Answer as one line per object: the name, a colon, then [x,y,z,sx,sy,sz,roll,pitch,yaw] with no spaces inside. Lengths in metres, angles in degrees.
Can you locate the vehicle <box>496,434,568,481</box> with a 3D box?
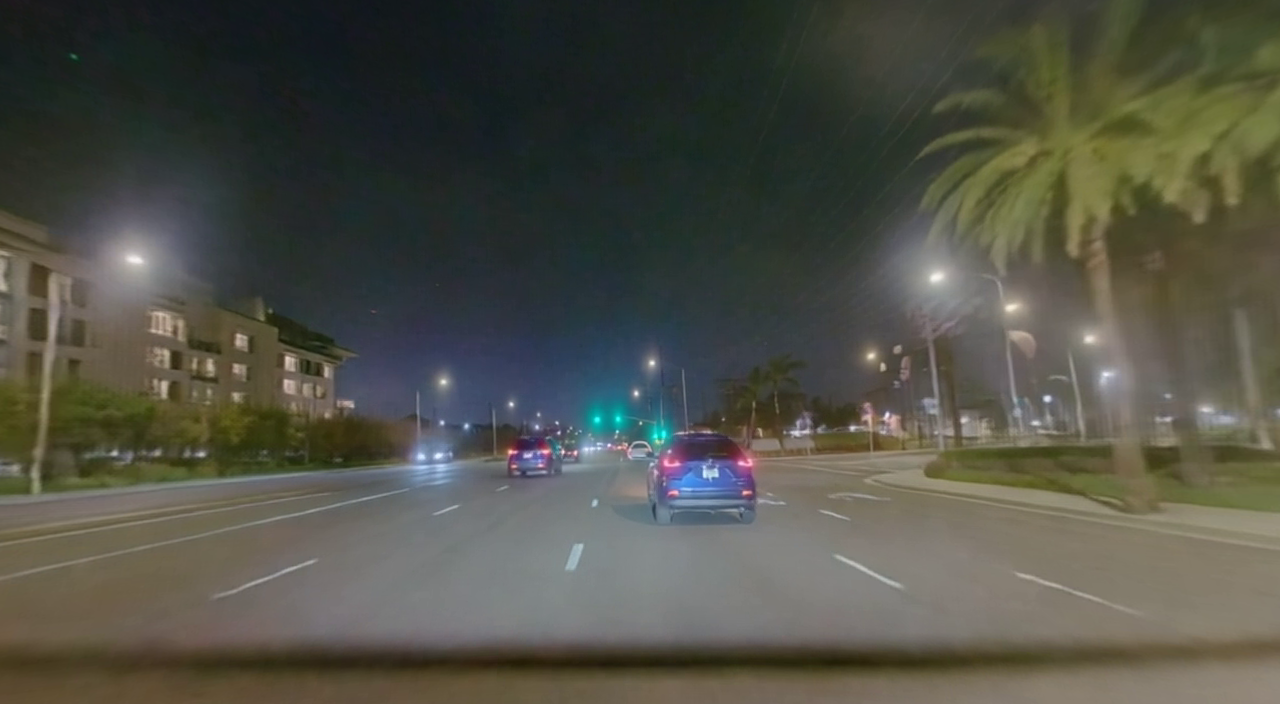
vehicle: [-4.472,4.463,26.839,2.169,1.796,4.821,0,-9,1]

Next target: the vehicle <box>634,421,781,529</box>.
vehicle: [1.076,2.312,12.346,2.198,1.706,4.166,0,-9,-3]
